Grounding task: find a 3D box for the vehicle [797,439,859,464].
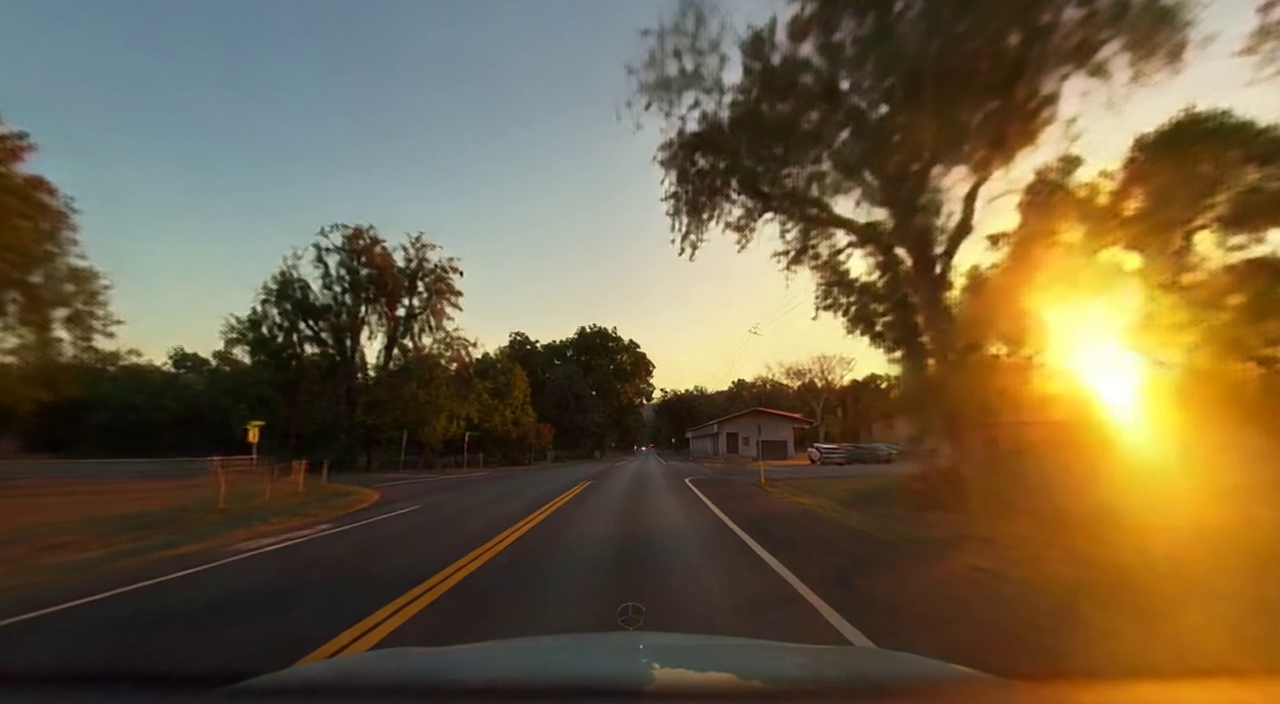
[{"bbox_3d":[14.591,7.780,49.226,2.037,1.829,4.919,3,-9,-20],"label":"vehicle"}]
